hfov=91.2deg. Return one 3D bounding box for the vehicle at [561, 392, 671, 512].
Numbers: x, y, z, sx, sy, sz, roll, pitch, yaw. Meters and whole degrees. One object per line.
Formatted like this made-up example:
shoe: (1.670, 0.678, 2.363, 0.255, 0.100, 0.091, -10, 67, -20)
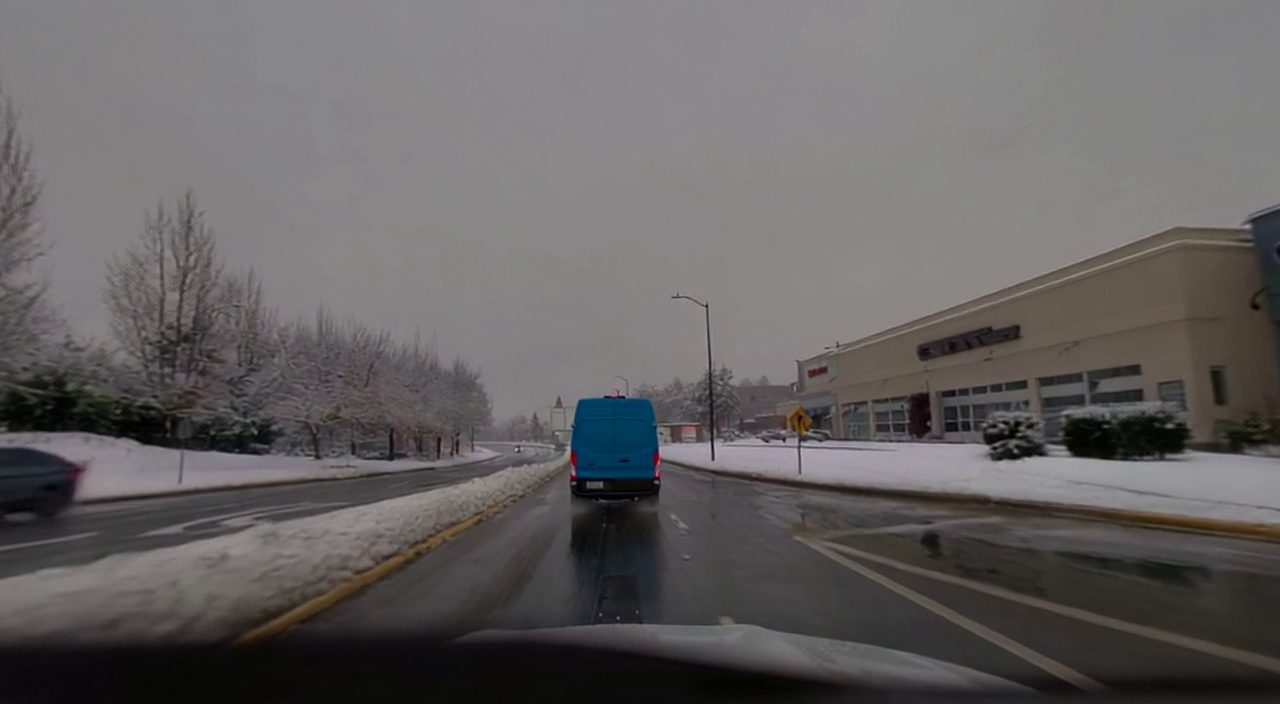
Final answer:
vehicle: (-0.833, 2.626, 16.782, 2.432, 2.624, 5.670, 1, -9, -6)
